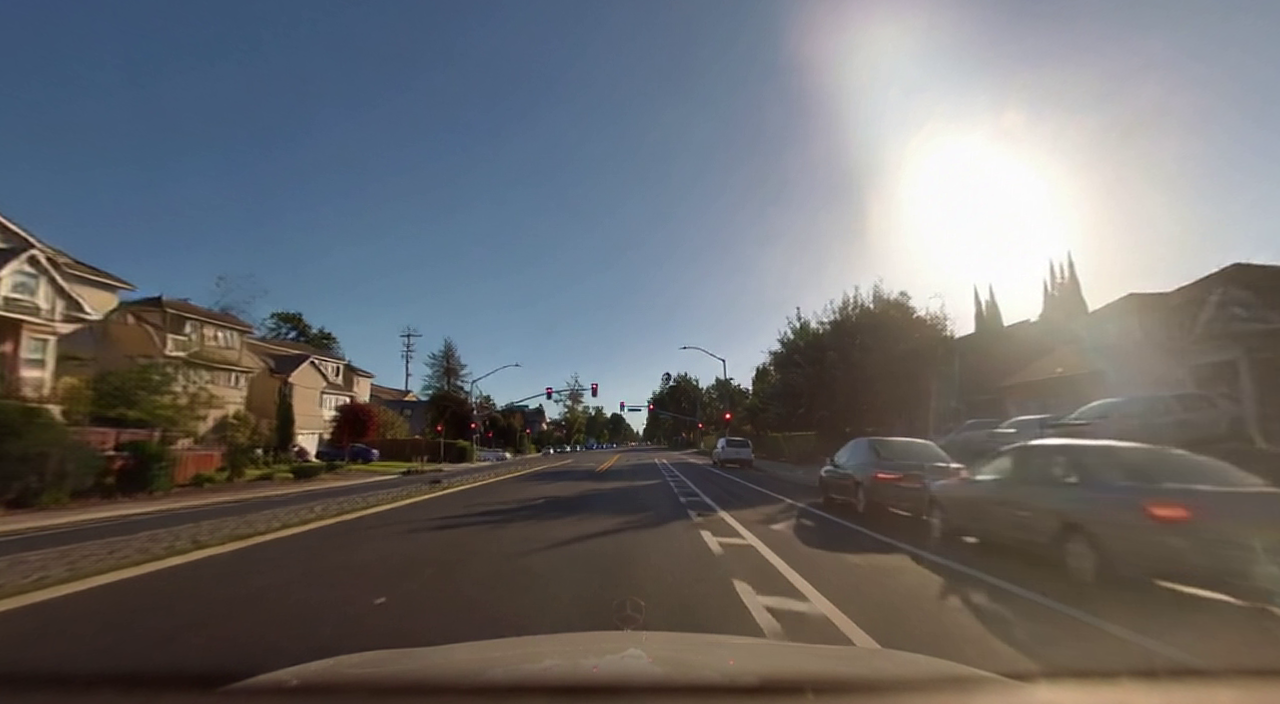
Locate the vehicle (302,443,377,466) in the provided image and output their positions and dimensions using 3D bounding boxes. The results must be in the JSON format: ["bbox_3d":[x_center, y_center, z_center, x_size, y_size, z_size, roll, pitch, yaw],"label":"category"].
[{"bbox_3d":[-21.874,7.470,45.994,4.334,1.668,2.069,0,-8,1],"label":"vehicle"}]

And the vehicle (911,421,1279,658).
[{"bbox_3d":[4.596,1.484,6.176,1.881,1.435,4.525,0,-8,0],"label":"vehicle"}]

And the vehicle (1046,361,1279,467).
[{"bbox_3d":[13.392,1.641,16.174,4.284,1.725,1.981,-12,-9,-1],"label":"vehicle"}]

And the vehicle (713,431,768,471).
[{"bbox_3d":[5.031,5.029,32.182,2.170,1.869,4.594,0,-8,2],"label":"vehicle"}]
